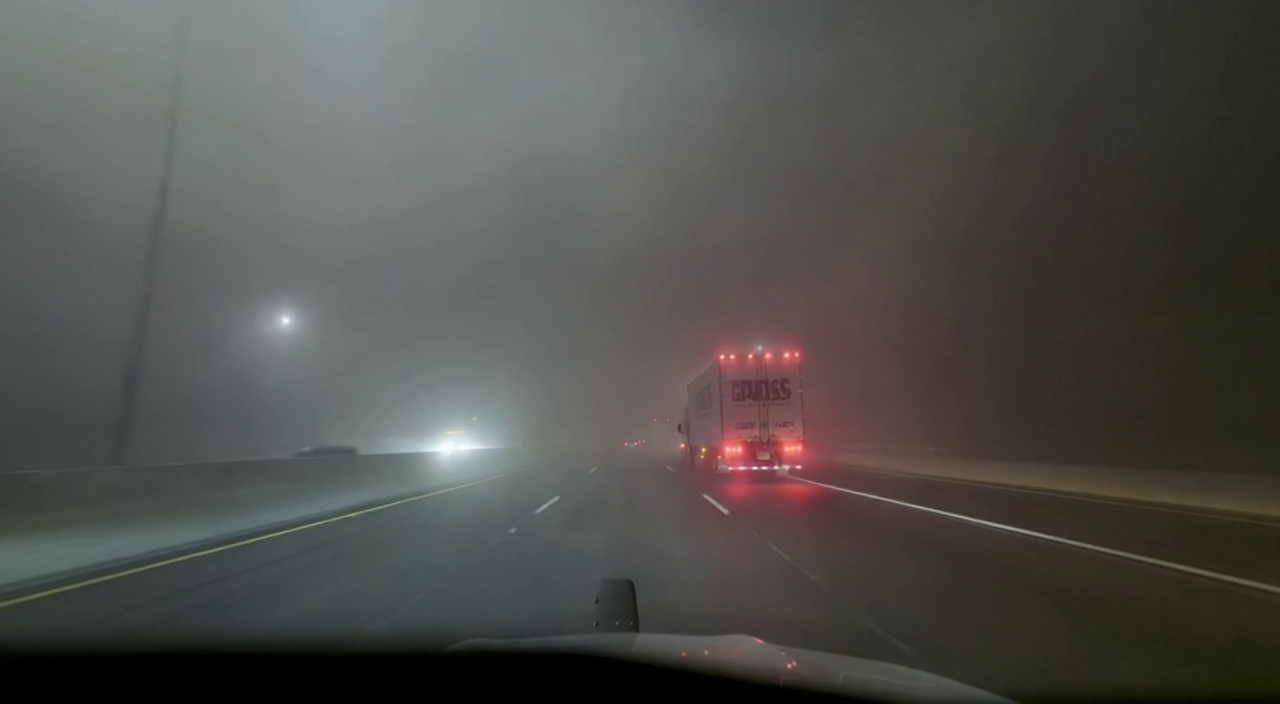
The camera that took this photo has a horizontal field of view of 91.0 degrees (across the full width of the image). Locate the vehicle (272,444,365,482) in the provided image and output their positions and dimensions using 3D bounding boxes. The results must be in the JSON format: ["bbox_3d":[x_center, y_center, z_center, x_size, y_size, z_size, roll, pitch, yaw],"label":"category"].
[{"bbox_3d":[-13.542,4.674,26.807,1.901,1.468,3.912,0,-8,0],"label":"vehicle"}]

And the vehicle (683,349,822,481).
[{"bbox_3d":[3.951,2.955,26.816,2.976,4.064,14.619,0,-8,-1],"label":"vehicle"}]
